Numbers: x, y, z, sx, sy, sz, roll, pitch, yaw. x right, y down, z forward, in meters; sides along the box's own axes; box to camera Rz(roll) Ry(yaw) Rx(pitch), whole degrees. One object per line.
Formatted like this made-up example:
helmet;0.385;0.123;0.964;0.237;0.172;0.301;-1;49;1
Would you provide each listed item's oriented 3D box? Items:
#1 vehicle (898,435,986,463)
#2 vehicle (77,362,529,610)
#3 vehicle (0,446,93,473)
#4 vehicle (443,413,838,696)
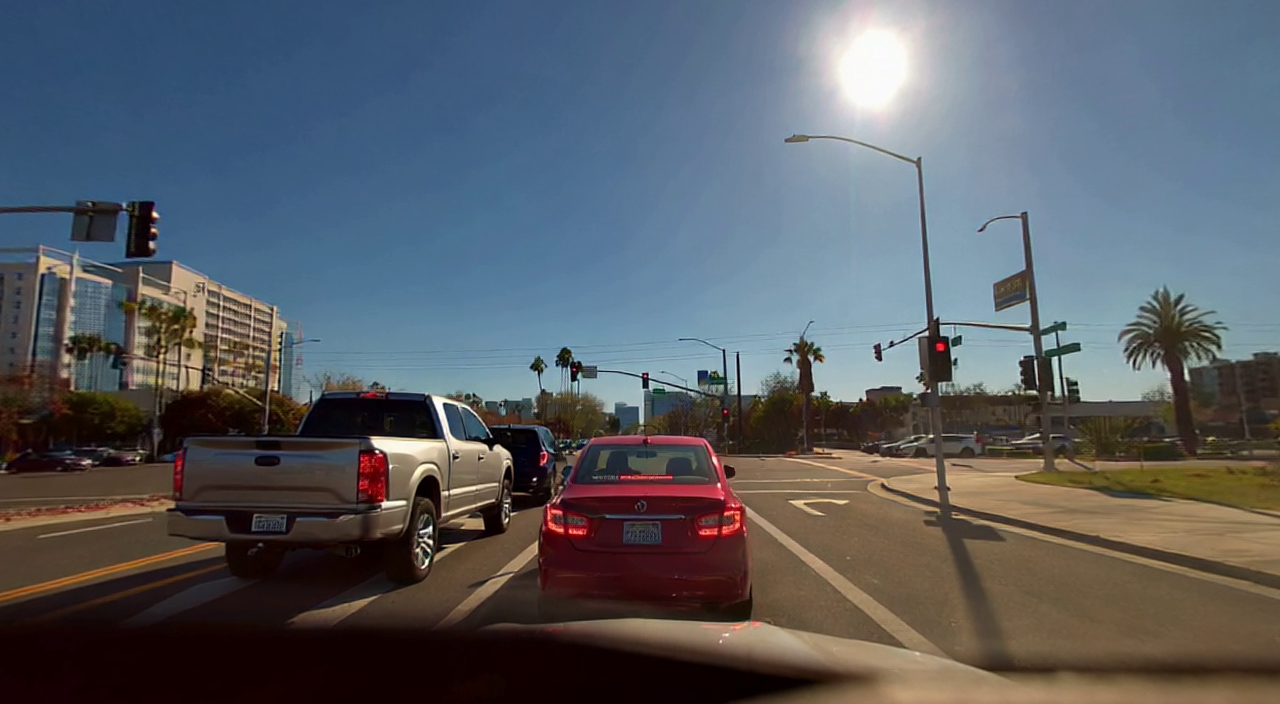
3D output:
vehicle;18.823;6.063;39.294;4.466;1.717;1.963;0;-8;2
vehicle;-3.222;1.476;7.921;2.330;1.969;5.626;-1;-8;3
vehicle;-37.059;6.641;38.876;4.576;1.617;1.937;0;-8;2
vehicle;0.036;1.399;5.529;2.122;1.501;4.152;0;-8;1
